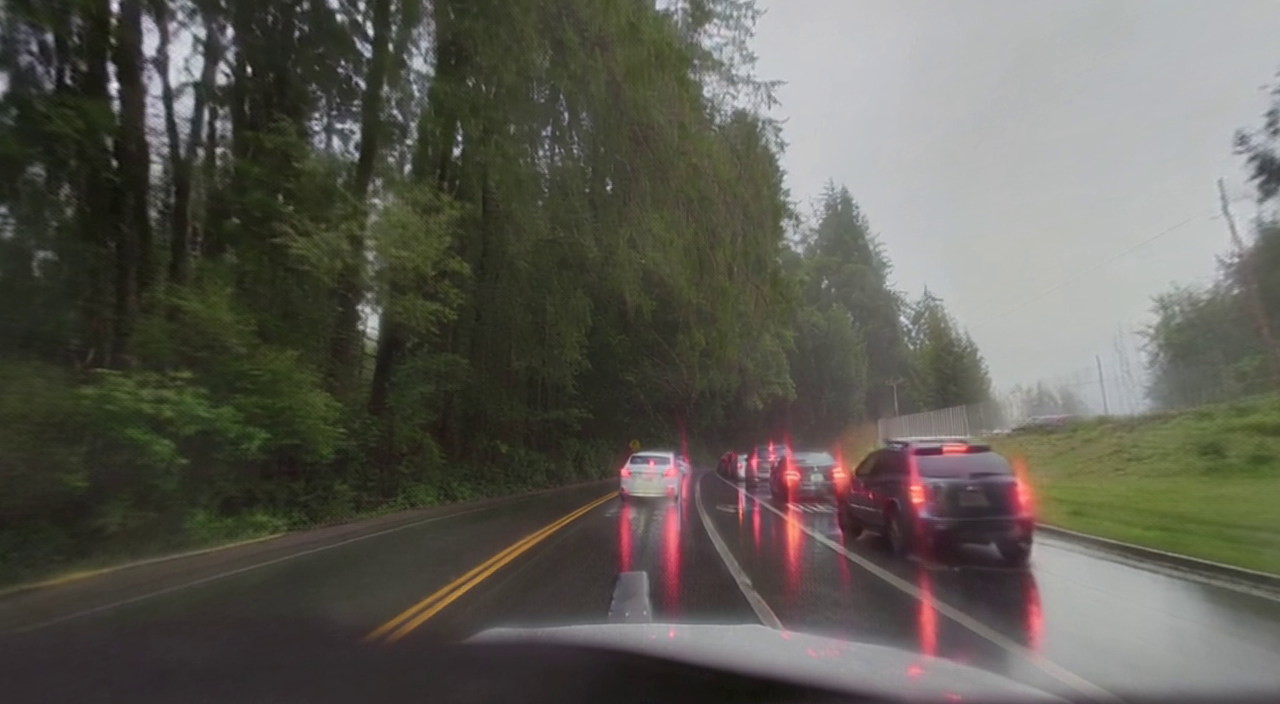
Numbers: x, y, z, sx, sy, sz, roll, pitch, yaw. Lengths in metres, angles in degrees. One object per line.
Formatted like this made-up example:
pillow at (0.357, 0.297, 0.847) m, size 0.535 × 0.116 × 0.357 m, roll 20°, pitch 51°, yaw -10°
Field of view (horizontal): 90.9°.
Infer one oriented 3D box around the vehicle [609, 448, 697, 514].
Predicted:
vehicle at (0.384, 3.367, 17.031) m, size 2.078 × 1.521 × 4.058 m, roll 0°, pitch -8°, yaw 2°

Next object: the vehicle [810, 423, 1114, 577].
vehicle at (4.086, 1.930, 9.129) m, size 1.957 × 1.629 × 4.609 m, roll 0°, pitch -8°, yaw 0°
